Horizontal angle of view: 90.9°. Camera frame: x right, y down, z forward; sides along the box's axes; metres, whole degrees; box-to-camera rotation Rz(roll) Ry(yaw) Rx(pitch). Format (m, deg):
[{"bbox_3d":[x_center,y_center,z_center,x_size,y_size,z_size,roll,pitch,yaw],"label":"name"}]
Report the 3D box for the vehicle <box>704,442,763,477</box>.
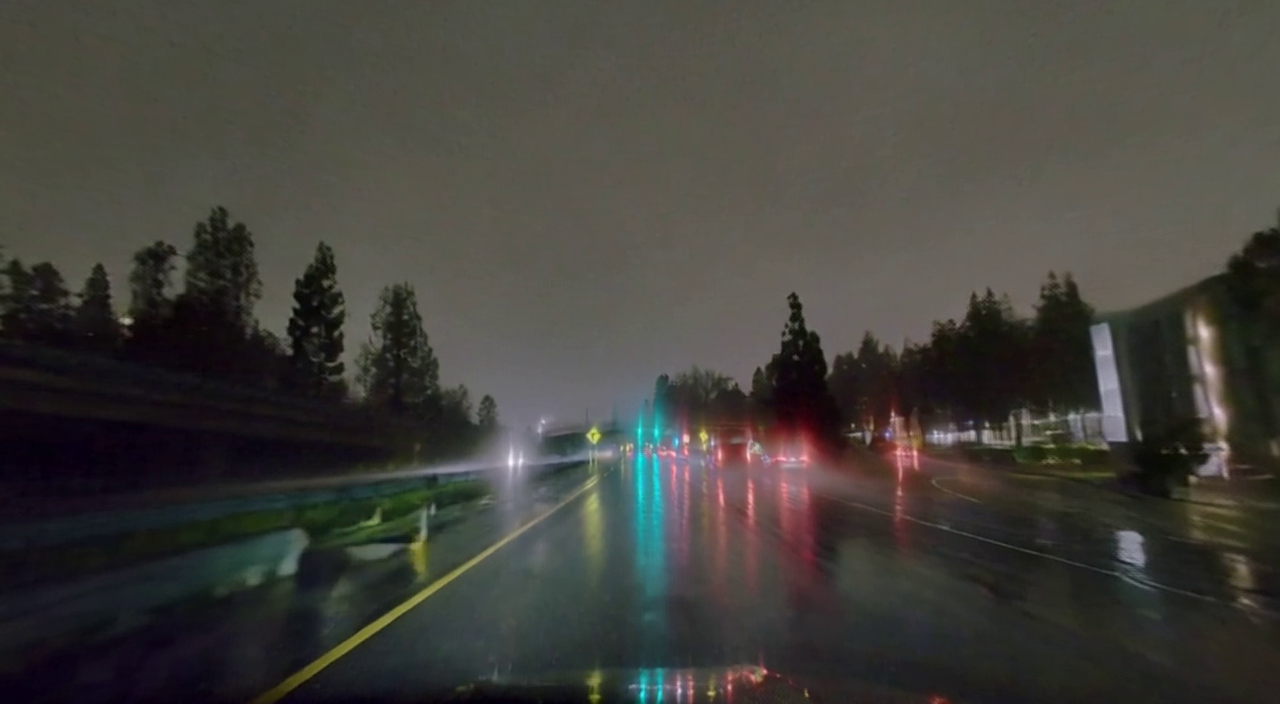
[{"bbox_3d":[4.296,5.013,29.718,2.042,1.518,4.477,0,-9,-1],"label":"vehicle"}]
